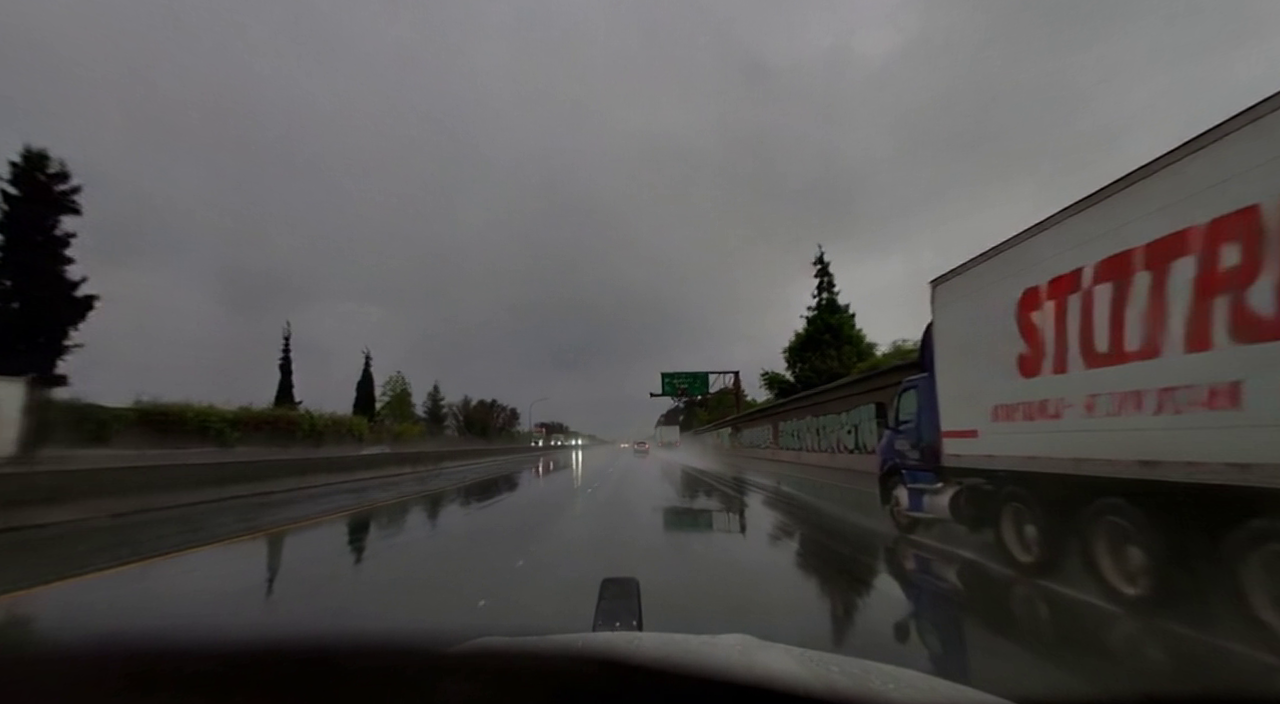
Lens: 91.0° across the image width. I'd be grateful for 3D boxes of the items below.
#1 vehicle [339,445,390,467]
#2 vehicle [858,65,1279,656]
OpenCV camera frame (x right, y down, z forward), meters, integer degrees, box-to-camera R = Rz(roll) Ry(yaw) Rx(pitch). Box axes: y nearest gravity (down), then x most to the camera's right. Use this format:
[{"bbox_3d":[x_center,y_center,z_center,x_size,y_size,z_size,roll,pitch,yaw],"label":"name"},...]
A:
[{"bbox_3d":[-20.849,7.869,47.845,1.857,1.482,4.561,-1,-8,-1],"label":"vehicle"},{"bbox_3d":[5.235,0.219,4.998,2.949,3.470,10.539,0,-8,-2],"label":"vehicle"}]
